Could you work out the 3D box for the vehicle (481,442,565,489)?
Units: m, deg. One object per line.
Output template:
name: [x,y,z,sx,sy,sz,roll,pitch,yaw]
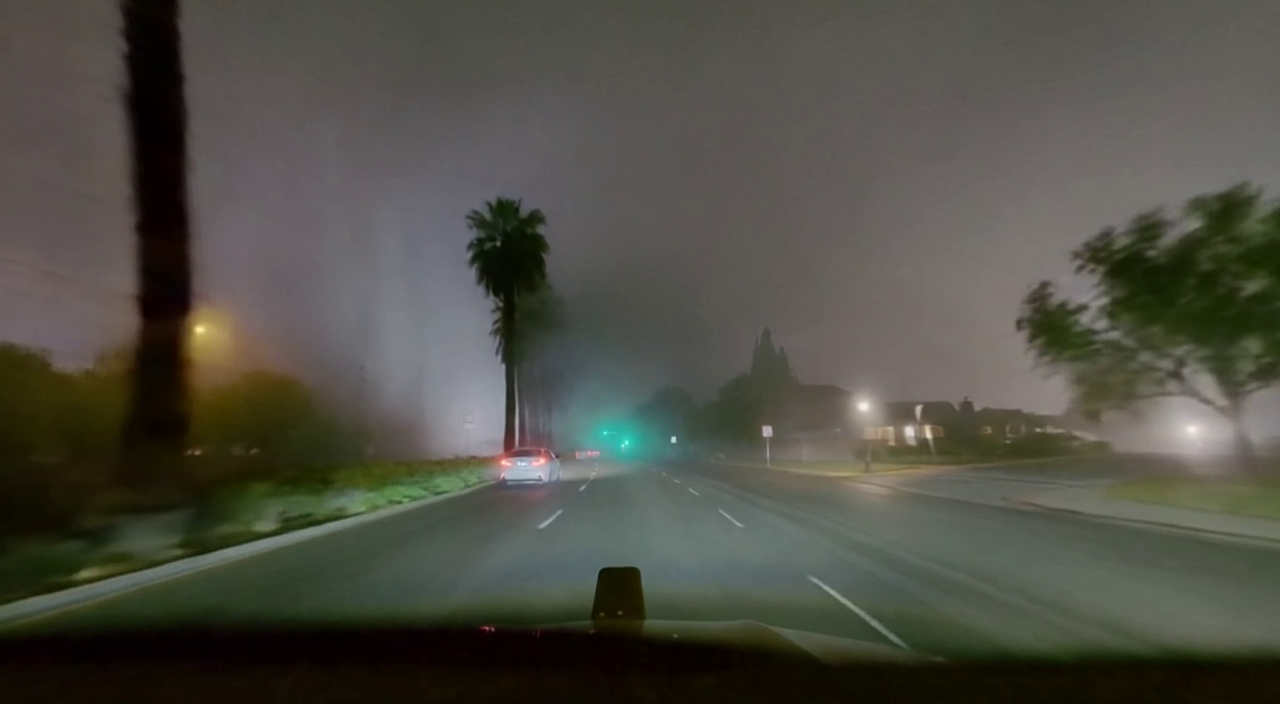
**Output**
vehicle: [-3.944,3.941,22.198,2.108,1.475,4.555,0,-9,0]
